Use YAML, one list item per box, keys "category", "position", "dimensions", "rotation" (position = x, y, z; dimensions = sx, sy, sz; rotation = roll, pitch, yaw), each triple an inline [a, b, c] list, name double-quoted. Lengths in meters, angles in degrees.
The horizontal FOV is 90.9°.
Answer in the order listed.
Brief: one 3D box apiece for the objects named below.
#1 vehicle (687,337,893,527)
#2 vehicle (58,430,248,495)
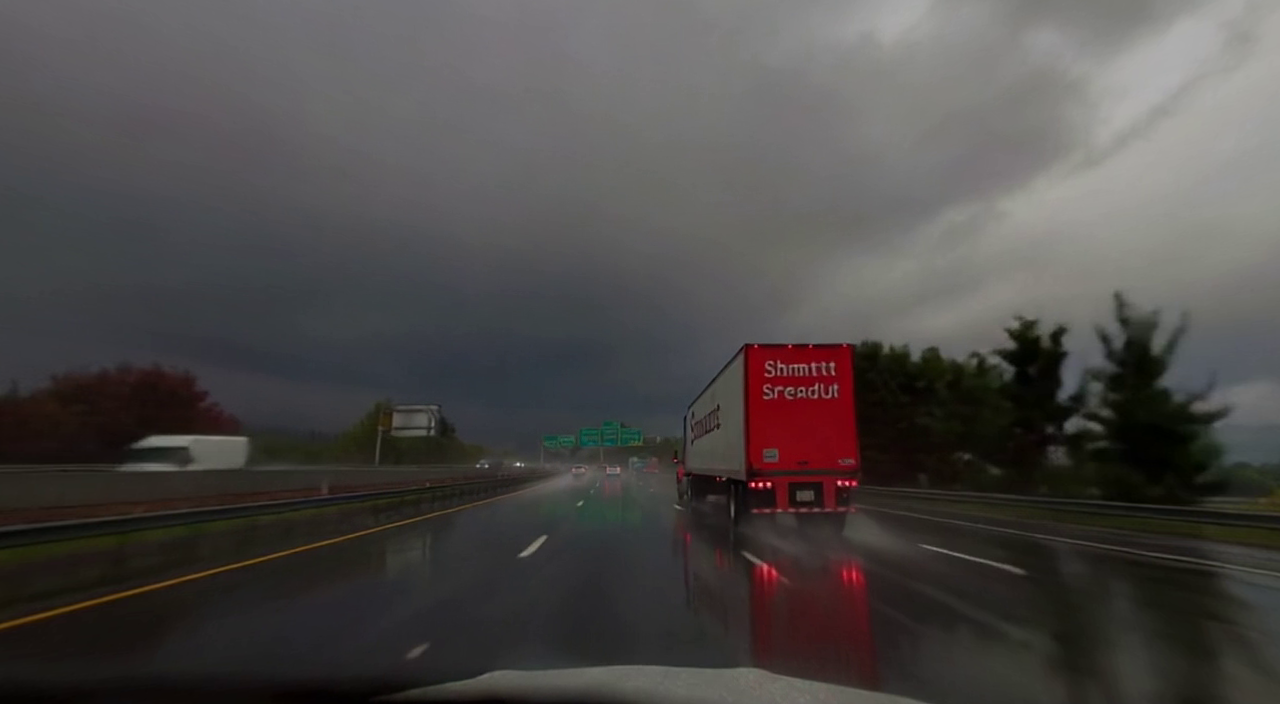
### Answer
- category: "vehicle"
  position: [3.908, 3.053, 21.376]
  dimensions: [2.992, 4.300, 13.967]
  rotation: [1, -10, -2]
- category: "vehicle"
  position: [-16.938, 3.978, 22.539]
  dimensions: [2.079, 1.951, 6.068]
  rotation: [1, -10, -2]
